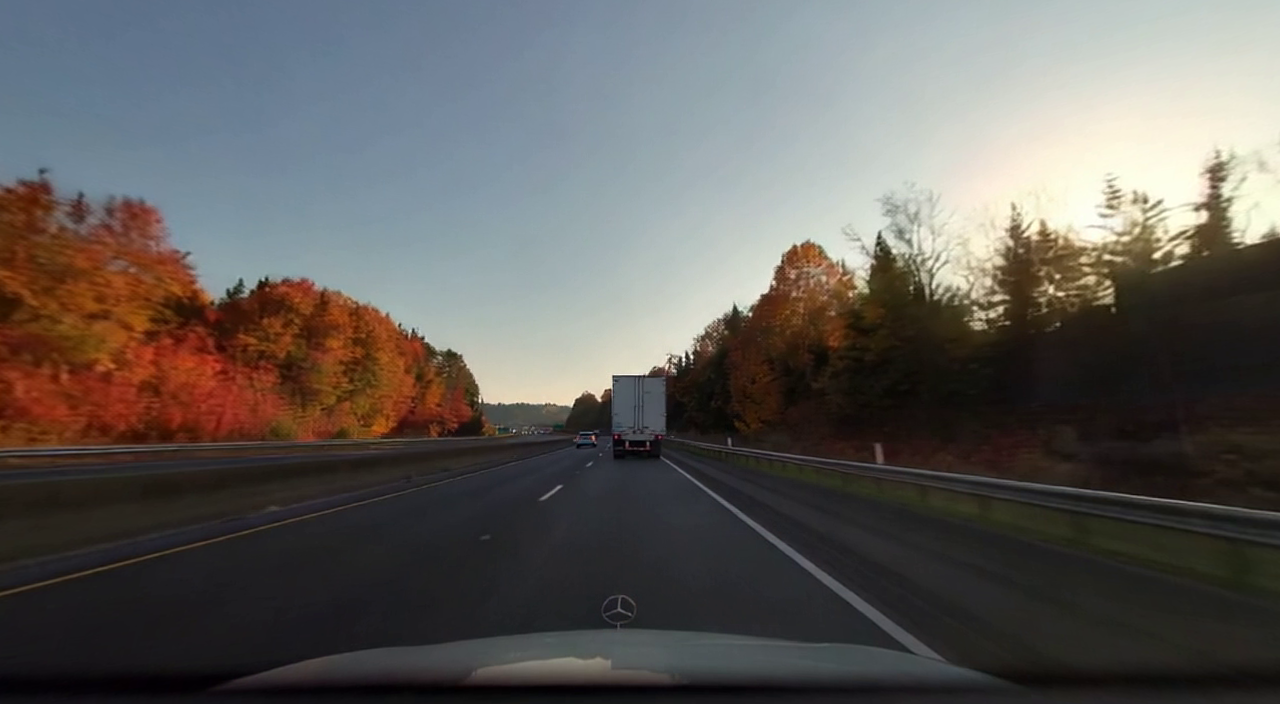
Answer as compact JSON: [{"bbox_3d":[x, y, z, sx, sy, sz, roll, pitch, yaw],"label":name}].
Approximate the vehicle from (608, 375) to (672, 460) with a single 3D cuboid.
[{"bbox_3d":[-0.153,3.884,35.690,3.013,4.016,11.496,0,-8,-2],"label":"vehicle"}]
